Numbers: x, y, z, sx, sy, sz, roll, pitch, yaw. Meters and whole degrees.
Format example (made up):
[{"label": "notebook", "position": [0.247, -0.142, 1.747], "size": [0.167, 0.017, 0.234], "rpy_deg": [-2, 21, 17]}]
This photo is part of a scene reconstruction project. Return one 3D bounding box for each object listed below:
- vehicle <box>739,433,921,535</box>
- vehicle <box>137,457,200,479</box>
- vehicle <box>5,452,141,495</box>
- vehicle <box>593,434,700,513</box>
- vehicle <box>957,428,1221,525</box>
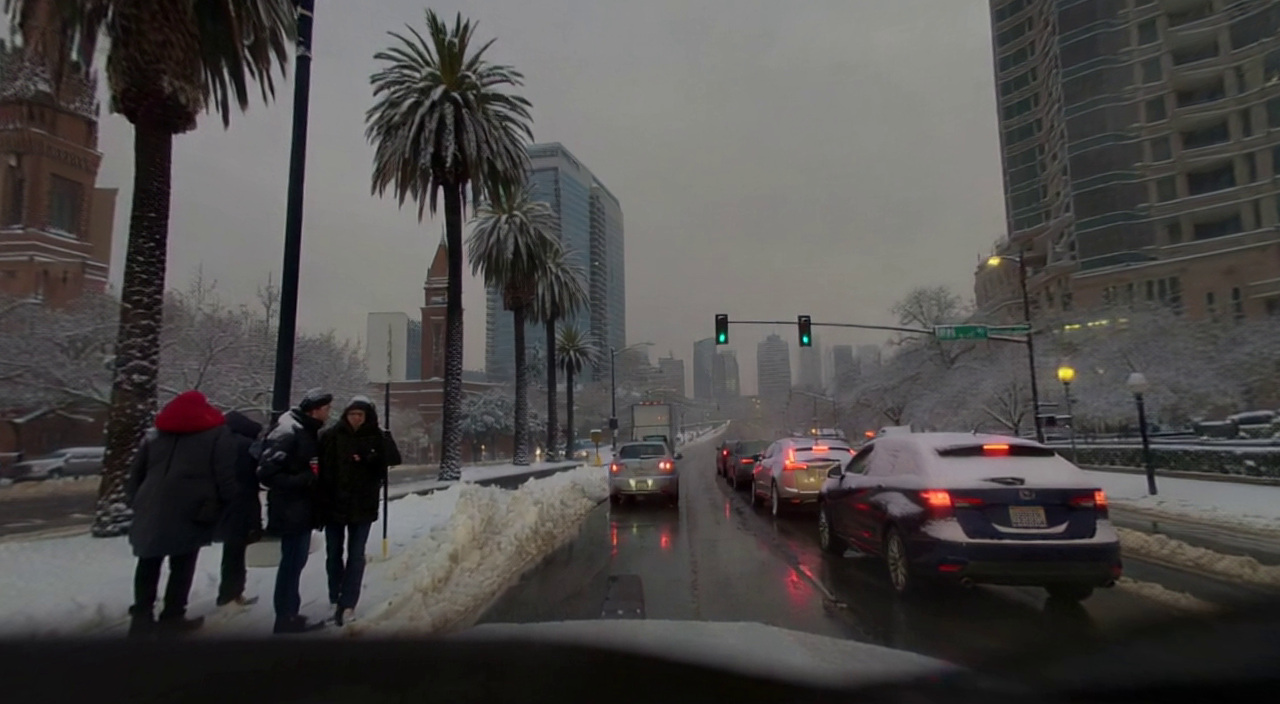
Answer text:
[{"label": "vehicle", "position": [3.123, 2.257, 11.442], "size": [1.913, 1.469, 4.425], "rpy_deg": [0, -9, 0]}, {"label": "vehicle", "position": [-36.836, 9.042, 49.273], "size": [1.700, 1.527, 4.445], "rpy_deg": [1, -9, -4]}, {"label": "vehicle", "position": [-26.698, 5.709, 29.931], "size": [2.105, 1.793, 4.812], "rpy_deg": [0, -9, -3]}, {"label": "vehicle", "position": [0.157, 2.618, 14.003], "size": [2.048, 1.503, 3.681], "rpy_deg": [0, -9, 1]}, {"label": "vehicle", "position": [8.171, 2.280, 12.088], "size": [1.859, 1.508, 4.259], "rpy_deg": [0, -9, -1]}]
